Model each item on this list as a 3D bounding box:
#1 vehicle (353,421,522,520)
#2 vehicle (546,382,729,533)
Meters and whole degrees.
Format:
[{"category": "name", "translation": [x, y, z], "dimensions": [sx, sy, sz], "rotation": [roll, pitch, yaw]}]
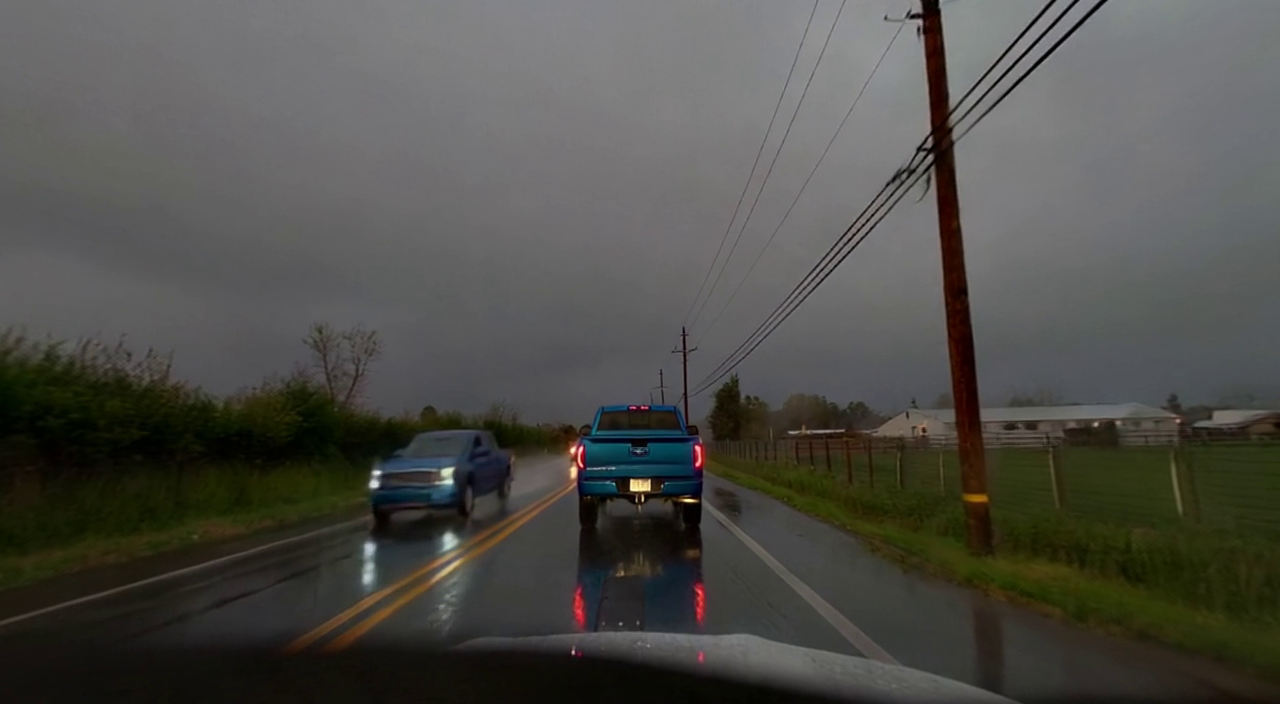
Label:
[{"category": "vehicle", "translation": [-4.171, 2.529, 14.023], "dimensions": [2.193, 1.805, 4.657], "rotation": [0, -9, 0]}, {"category": "vehicle", "translation": [-0.085, 1.994, 12.371], "dimensions": [2.693, 2.223, 5.885], "rotation": [0, -9, -1]}]
